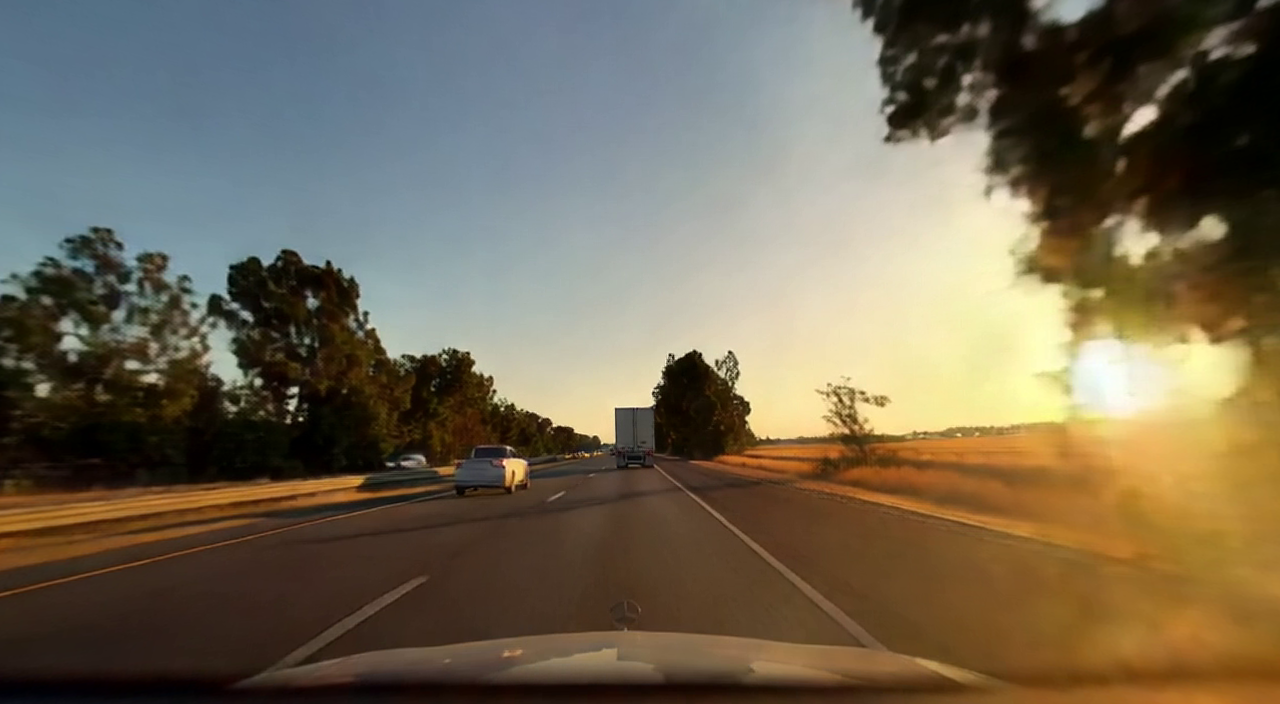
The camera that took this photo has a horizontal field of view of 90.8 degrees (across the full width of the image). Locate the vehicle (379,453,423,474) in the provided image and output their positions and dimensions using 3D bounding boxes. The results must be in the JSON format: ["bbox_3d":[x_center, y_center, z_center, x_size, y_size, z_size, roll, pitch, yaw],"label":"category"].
[{"bbox_3d":[-18.129,8.458,48.060,1.805,1.466,3.803,0,-9,0],"label":"vehicle"}]

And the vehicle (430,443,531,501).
[{"bbox_3d":[-4.467,3.414,18.285,1.937,1.493,3.779,0,-9,0],"label":"vehicle"}]
